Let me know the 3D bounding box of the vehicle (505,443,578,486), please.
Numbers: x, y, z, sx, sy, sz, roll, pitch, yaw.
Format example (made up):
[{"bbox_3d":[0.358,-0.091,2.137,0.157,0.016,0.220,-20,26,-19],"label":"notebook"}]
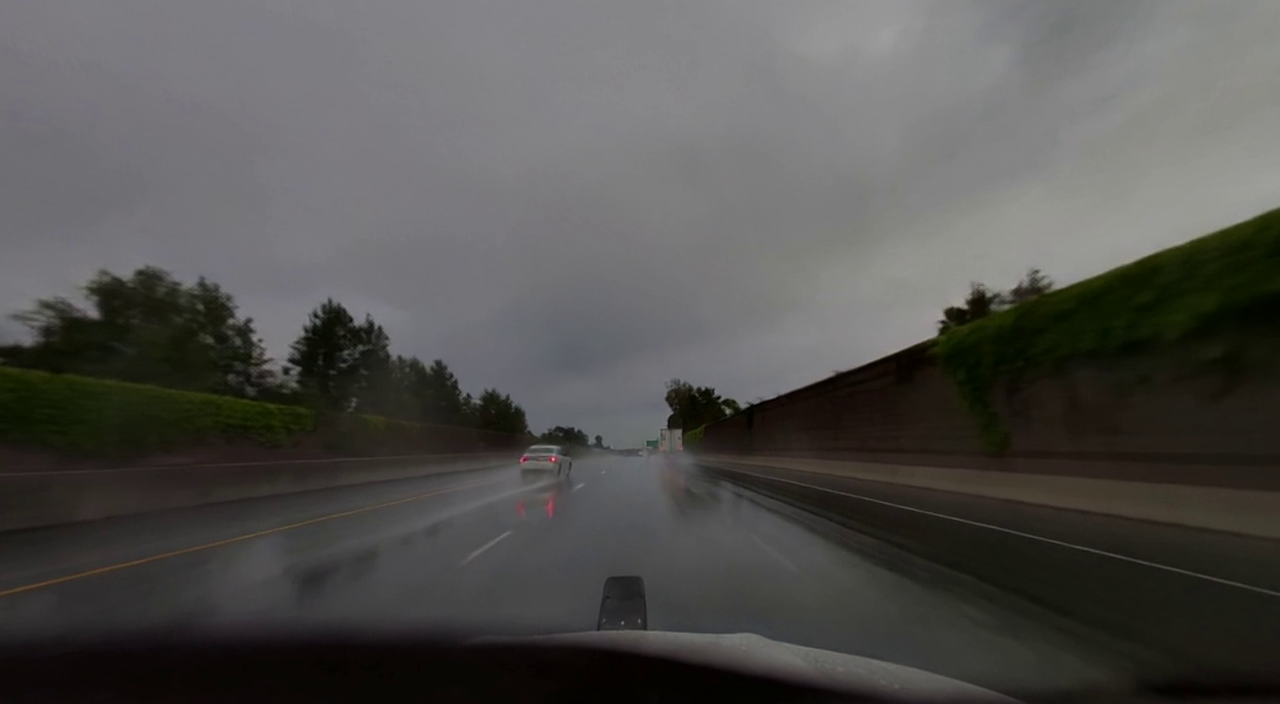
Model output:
[{"bbox_3d":[-3.943,4.625,26.247,2.129,1.559,5.272,0,-9,1],"label":"vehicle"}]
